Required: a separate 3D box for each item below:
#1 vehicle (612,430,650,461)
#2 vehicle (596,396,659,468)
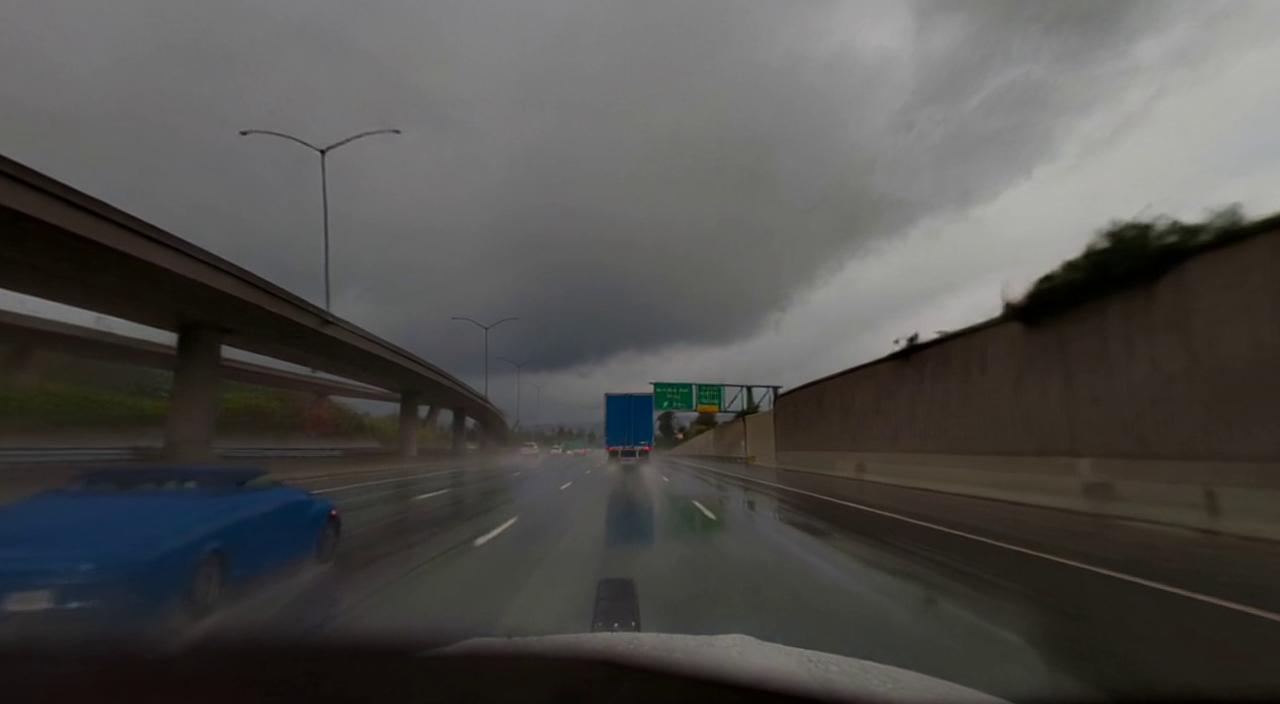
[{"bbox_3d":[-0.548,5.298,35.839,2.052,1.666,4.358,0,-8,-2],"label":"vehicle"},{"bbox_3d":[-0.626,5.020,38.519,3.233,3.678,11.032,1,-9,0],"label":"vehicle"}]
